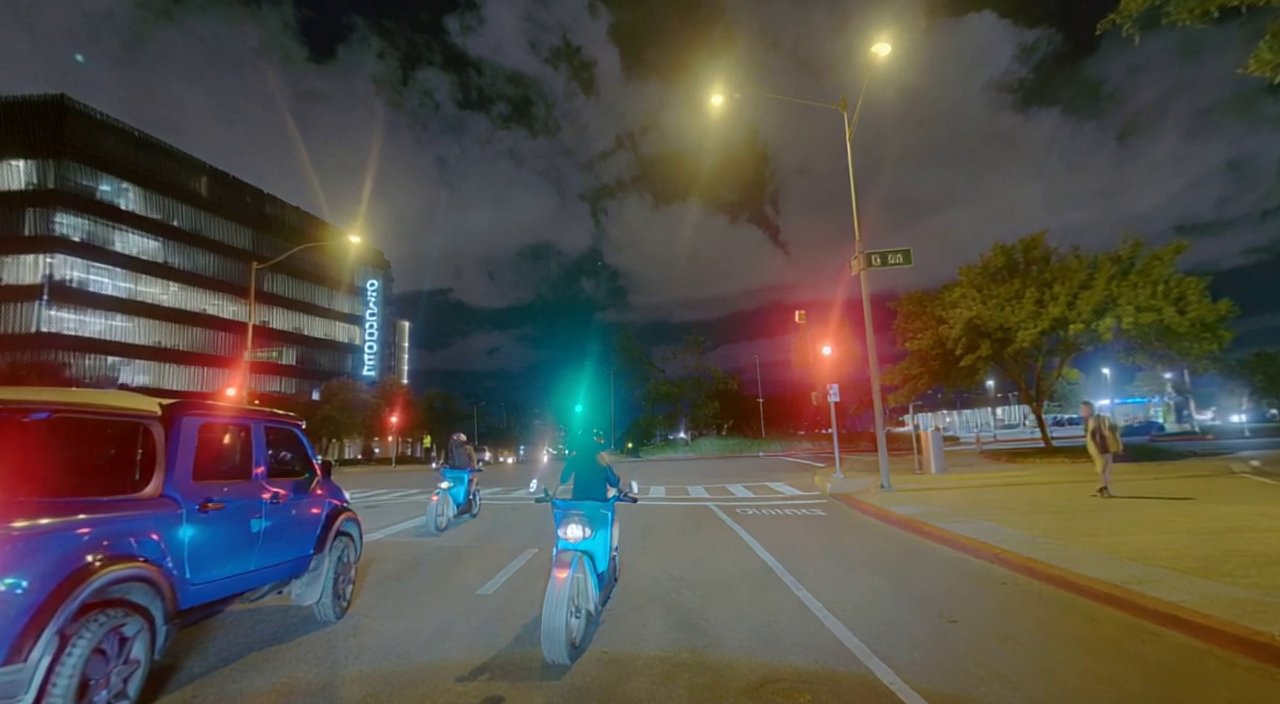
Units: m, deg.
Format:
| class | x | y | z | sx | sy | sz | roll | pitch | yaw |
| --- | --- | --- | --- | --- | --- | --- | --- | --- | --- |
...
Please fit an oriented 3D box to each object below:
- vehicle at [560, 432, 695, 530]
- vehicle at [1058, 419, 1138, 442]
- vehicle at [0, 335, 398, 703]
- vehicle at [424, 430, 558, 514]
| class | x | y | z | sx | sy | sz | roll | pitch | yaw |
| --- | --- | --- | --- | --- | --- | --- | --- | --- | --- |
| vehicle | -0.149 | 2.258 | 11.559 | 2.025 | 1.458 | 4.085 | 0 | -8 | 1 |
| vehicle | 30.694 | 5.278 | 42.129 | 1.751 | 1.420 | 4.027 | 8 | -12 | -43 |
| vehicle | -3.614 | 1.128 | 4.455 | 2.000 | 1.809 | 4.405 | 0 | -8 | 0 |
| vehicle | -3.179 | 2.655 | 14.372 | 1.935 | 1.615 | 4.073 | -1 | -8 | 2 |
